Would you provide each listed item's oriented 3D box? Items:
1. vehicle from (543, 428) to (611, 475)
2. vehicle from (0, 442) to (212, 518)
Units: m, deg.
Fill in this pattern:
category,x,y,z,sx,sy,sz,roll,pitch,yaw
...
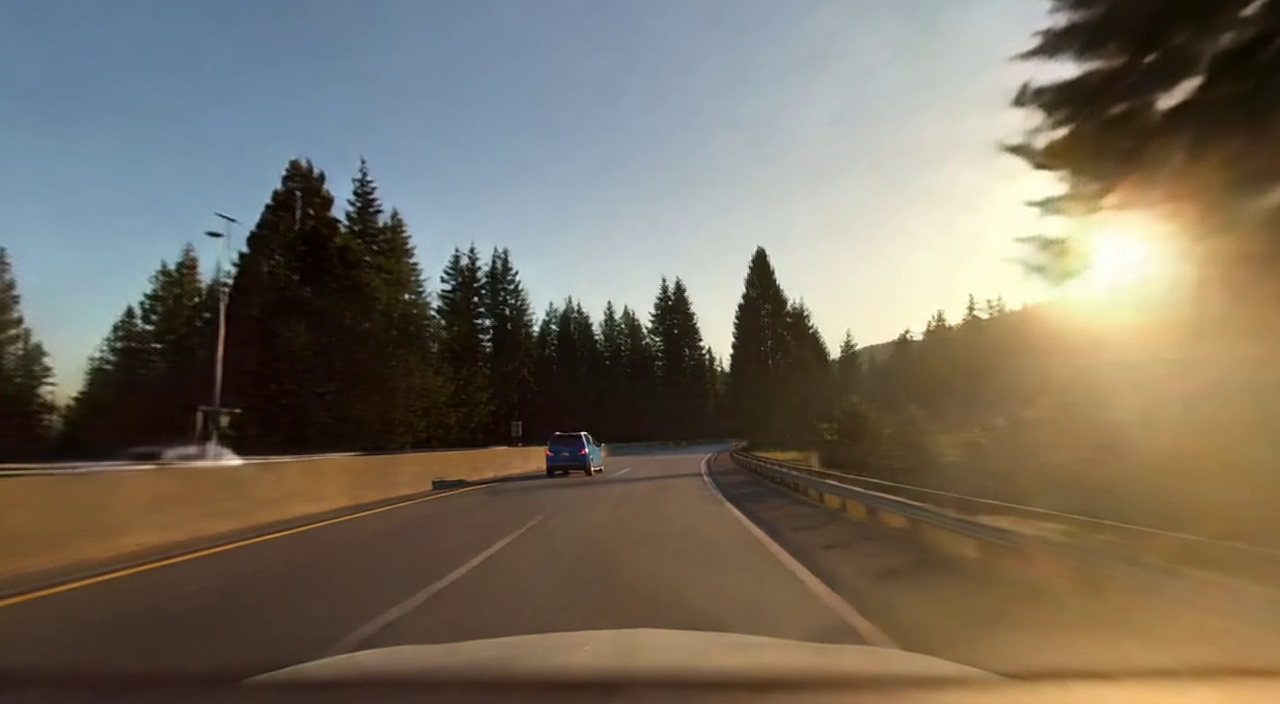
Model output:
category,x,y,z,sx,sy,sz,roll,pitch,yaw
vehicle,-2.504,4.107,26.115,2.005,1.752,4.479,-1,-8,5
vehicle,-12.709,2.922,15.015,1.916,1.506,4.401,-1,-8,1
